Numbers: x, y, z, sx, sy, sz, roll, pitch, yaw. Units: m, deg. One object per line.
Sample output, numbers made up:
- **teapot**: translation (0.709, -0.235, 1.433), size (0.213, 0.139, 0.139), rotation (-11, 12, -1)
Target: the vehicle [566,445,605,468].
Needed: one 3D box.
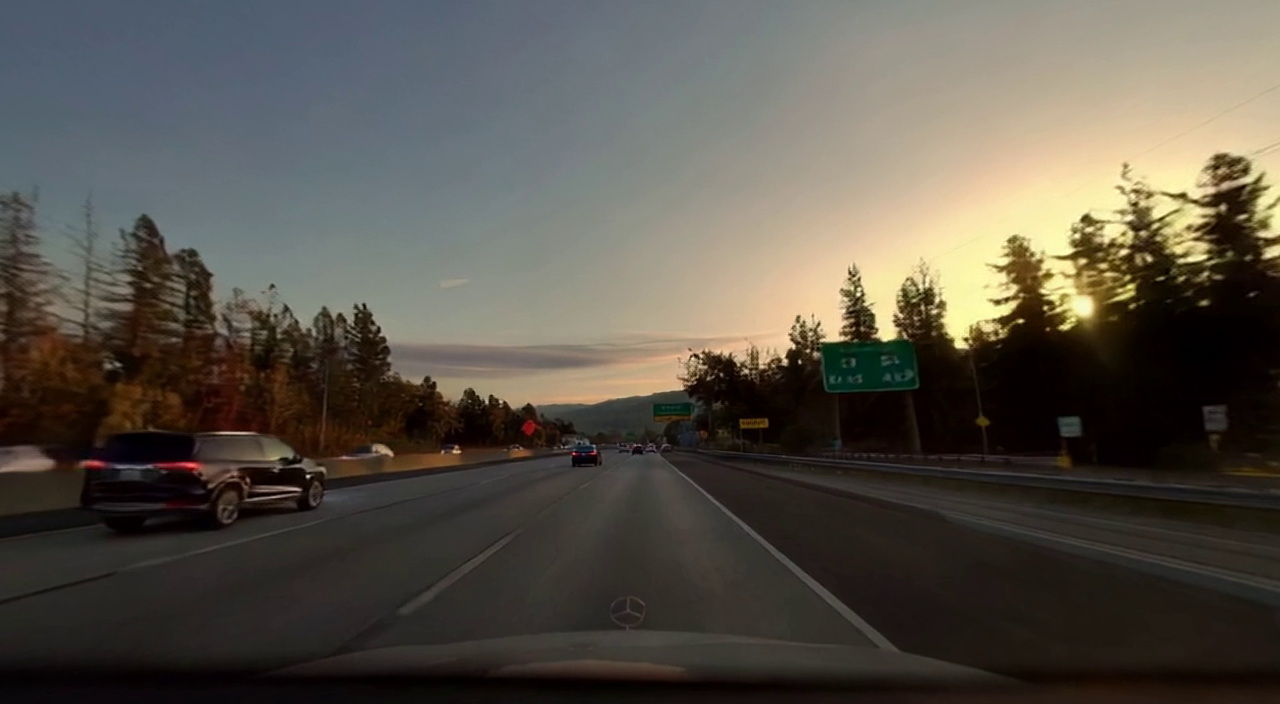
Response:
- **vehicle**: translation (-3.454, 6.755, 40.881), size (2.048, 1.368, 4.613), rotation (0, -9, 1)

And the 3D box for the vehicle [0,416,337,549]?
- **vehicle**: translation (-7.393, 2.050, 10.601), size (2.118, 1.696, 4.836), rotation (0, -9, 1)

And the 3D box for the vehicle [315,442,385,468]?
- **vehicle**: translation (-18.312, 6.505, 40.049), size (2.120, 1.532, 4.534), rotation (0, -9, 2)
